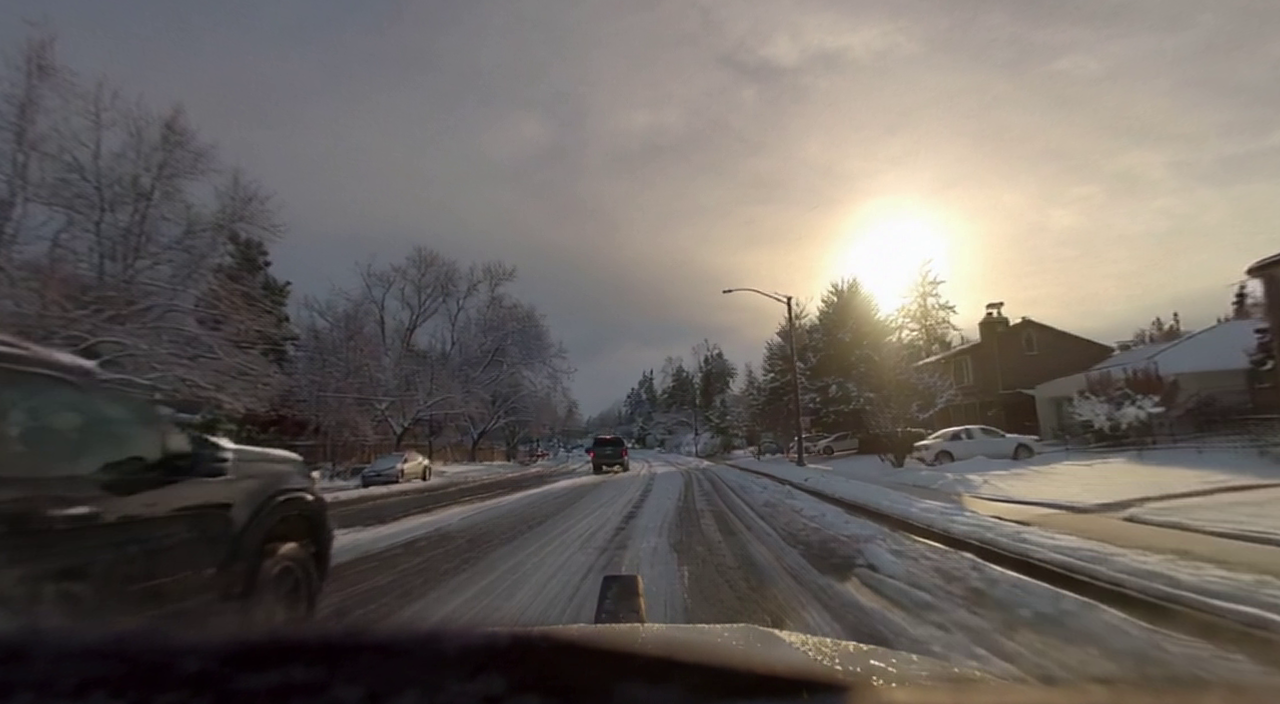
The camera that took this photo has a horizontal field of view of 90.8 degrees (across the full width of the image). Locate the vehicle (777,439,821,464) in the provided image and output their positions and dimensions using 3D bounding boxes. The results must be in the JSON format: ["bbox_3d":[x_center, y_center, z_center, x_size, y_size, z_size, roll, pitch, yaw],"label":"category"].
[{"bbox_3d":[10.079,6.345,40.410,1.897,1.524,4.604,-1,-8,4],"label":"vehicle"}]

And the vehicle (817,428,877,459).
[{"bbox_3d":[12.970,5.785,39.898,2.138,1.850,4.930,0,-9,0],"label":"vehicle"}]

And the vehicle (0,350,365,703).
[{"bbox_3d":[-2.929,0.768,1.607,2.205,1.590,4.852,0,-9,1],"label":"vehicle"}]

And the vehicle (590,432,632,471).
[{"bbox_3d":[-1.622,5.832,37.167,2.085,2.084,5.133,0,-9,2],"label":"vehicle"}]

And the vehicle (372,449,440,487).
[{"bbox_3d":[-12.321,6.083,33.551,2.002,1.598,4.366,-5,-8,-1],"label":"vehicle"}]

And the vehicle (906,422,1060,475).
[{"bbox_3d":[11.917,3.375,22.201,4.249,1.550,1.843,-3,-8,3],"label":"vehicle"}]
